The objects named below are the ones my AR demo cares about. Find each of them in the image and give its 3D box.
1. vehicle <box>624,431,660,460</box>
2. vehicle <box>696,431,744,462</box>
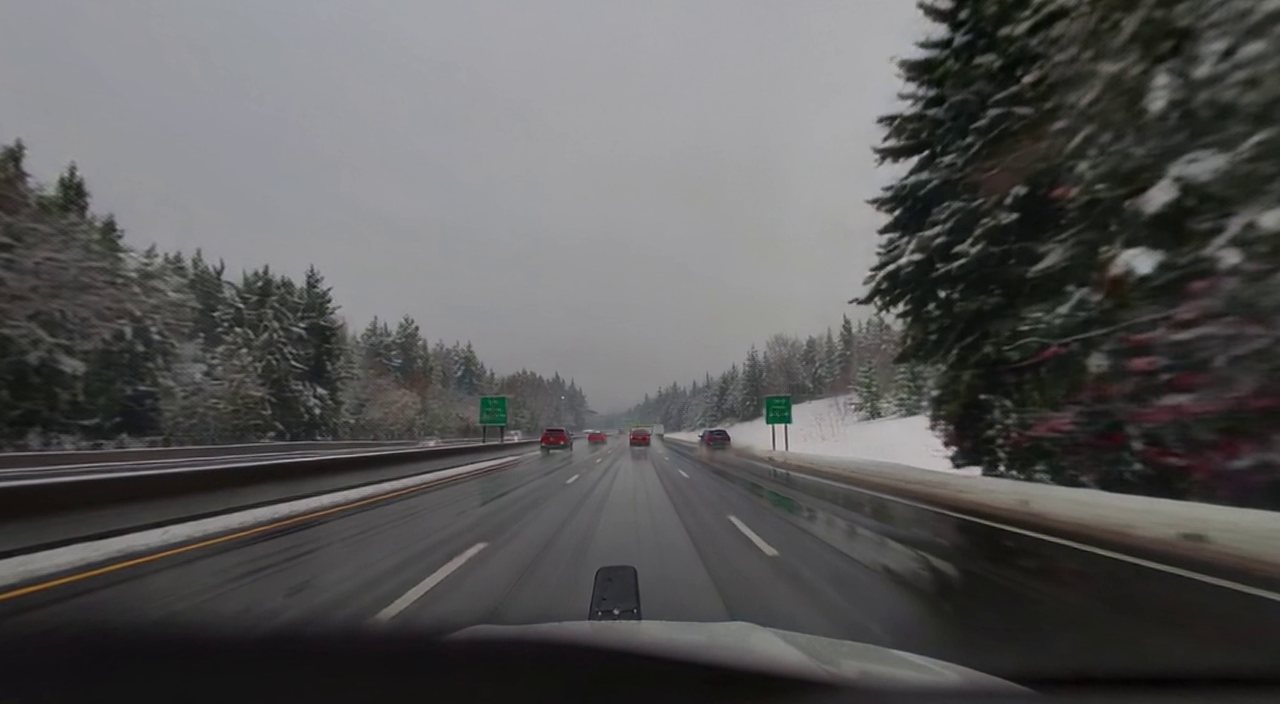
[{"bbox_3d":[0.083,5.081,34.493,1.869,1.466,3.356,0,-8,-1],"label":"vehicle"},{"bbox_3d":[3.989,4.757,31.926,1.841,1.491,3.869,0,-8,-2],"label":"vehicle"}]
